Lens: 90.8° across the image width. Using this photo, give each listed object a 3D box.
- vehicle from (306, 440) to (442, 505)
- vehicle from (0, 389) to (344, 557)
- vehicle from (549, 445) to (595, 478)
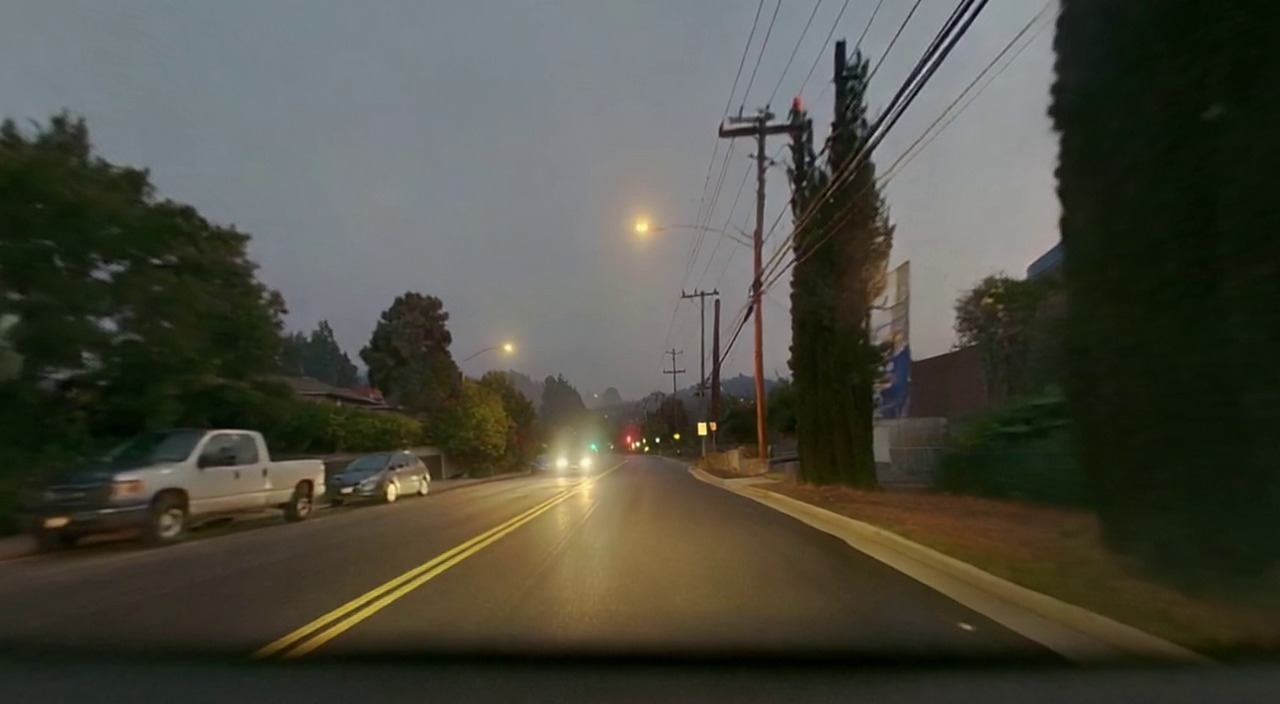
[{"bbox_3d":[-7.531,3.519,18.446,1.940,1.514,4.544,-4,-11,1],"label":"vehicle"},{"bbox_3d":[-7.568,1.978,10.886,2.295,1.989,5.055,-7,-9,2],"label":"vehicle"},{"bbox_3d":[-3.821,6.207,36.178,2.109,1.738,4.405,0,-8,0],"label":"vehicle"}]
